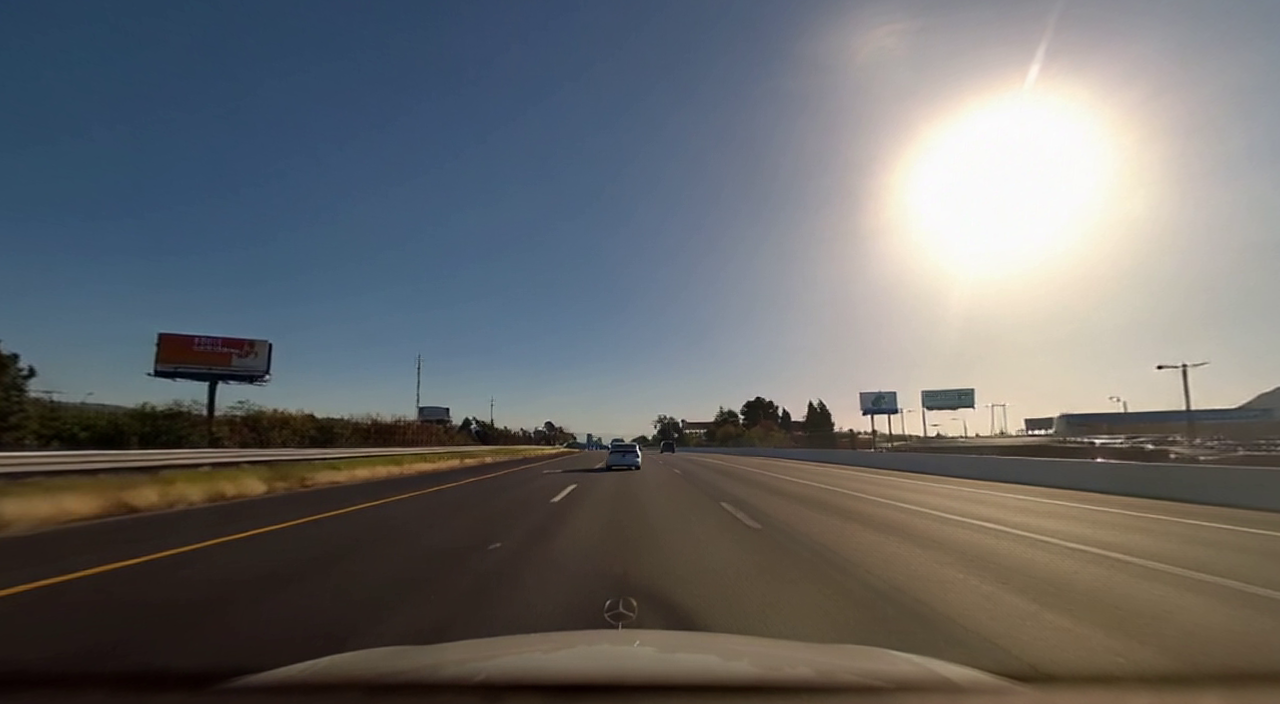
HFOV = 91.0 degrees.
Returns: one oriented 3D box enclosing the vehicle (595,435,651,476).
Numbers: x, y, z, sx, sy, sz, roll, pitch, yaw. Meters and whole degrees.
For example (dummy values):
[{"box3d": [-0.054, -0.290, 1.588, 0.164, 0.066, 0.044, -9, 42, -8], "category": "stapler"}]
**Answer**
[{"box3d": [-0.655, 4.294, 26.324, 2.147, 1.576, 3.964, 0, -8, 0], "category": "vehicle"}]
